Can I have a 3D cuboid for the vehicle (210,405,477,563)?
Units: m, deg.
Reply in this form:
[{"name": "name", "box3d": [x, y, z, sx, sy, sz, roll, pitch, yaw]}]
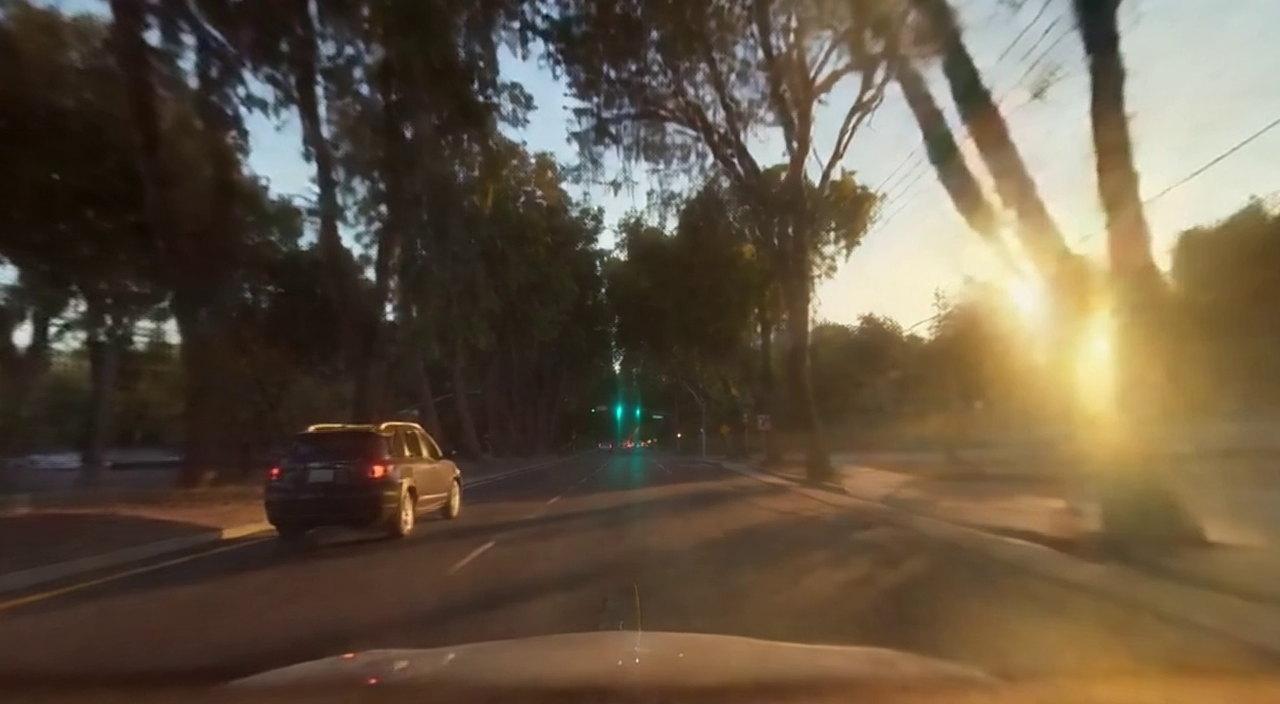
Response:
[{"name": "vehicle", "box3d": [-3.922, 1.792, 9.269, 2.018, 1.769, 3.897, -1, -8, 0]}]
